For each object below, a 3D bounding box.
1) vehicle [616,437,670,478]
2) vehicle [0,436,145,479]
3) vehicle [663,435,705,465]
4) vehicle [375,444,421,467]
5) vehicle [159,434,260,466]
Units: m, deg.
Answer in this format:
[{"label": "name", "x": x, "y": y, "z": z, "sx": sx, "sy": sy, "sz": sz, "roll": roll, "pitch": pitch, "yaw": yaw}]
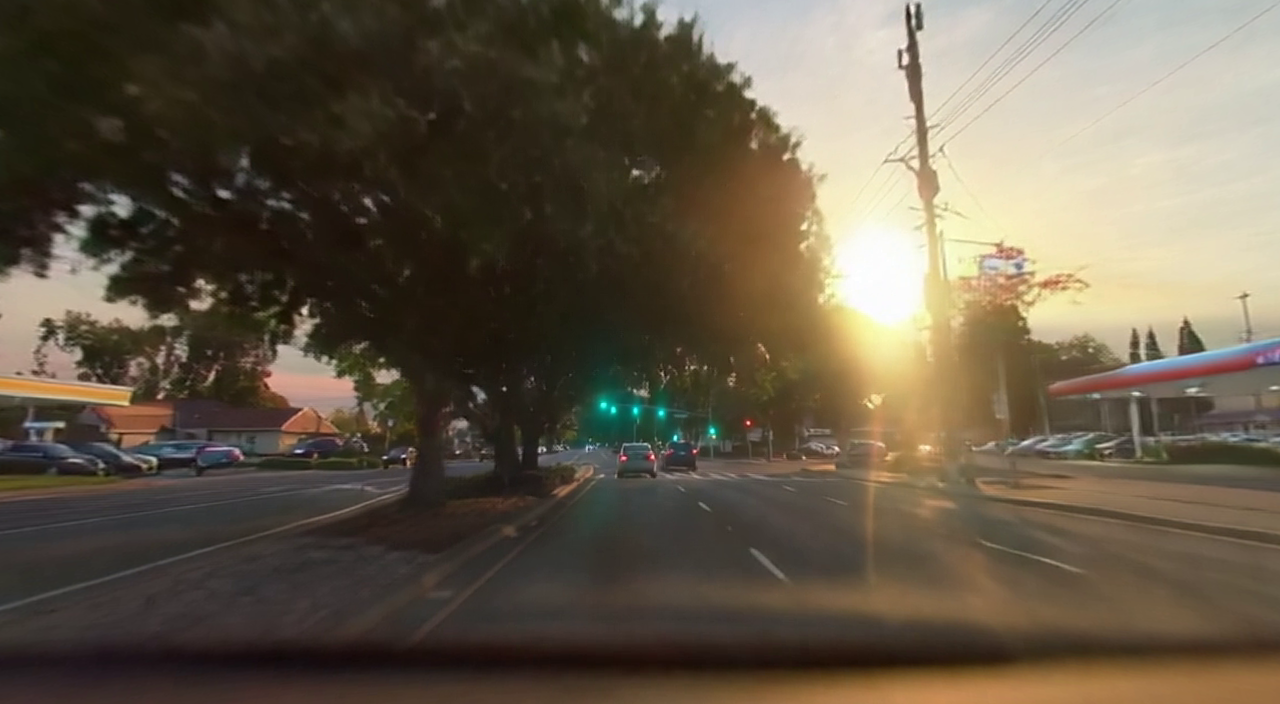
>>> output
[{"label": "vehicle", "x": 0.092, "y": 4.479, "z": 26.989, "sx": 2.145, "sy": 1.572, "sz": 4.021, "roll": 1, "pitch": -8, "yaw": -1}, {"label": "vehicle", "x": -27.100, "y": 4.897, "z": 29.255, "sx": 6.027, "sy": 1.805, "sz": 2.010, "roll": 3, "pitch": -11, "yaw": -26}, {"label": "vehicle", "x": 3.284, "y": 7.498, "z": 48.380, "sx": 2.731, "sy": 2.101, "sz": 6.047, "roll": 0, "pitch": -8, "yaw": 0}, {"label": "vehicle", "x": -19.140, "y": 8.181, "z": 49.966, "sx": 1.967, "sy": 1.680, "sz": 4.396, "roll": -1, "pitch": -9, "yaw": -1}, {"label": "vehicle", "x": -30.645, "y": 6.979, "z": 44.875, "sx": 5.713, "sy": 2.148, "sz": 2.107, "roll": 0, "pitch": -8, "yaw": 4}]
